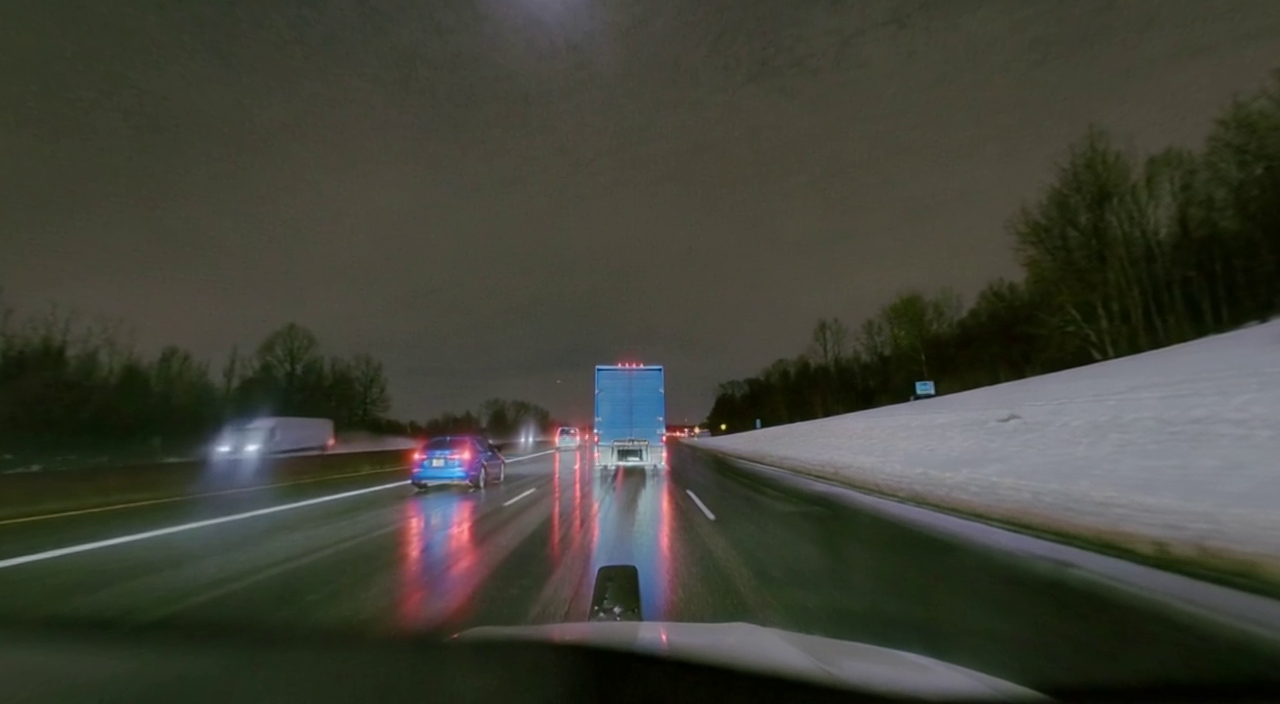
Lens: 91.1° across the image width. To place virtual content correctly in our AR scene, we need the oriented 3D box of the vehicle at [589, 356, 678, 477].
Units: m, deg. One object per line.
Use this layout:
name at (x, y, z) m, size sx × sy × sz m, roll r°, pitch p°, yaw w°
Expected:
vehicle at (-0.318, 2.828, 26.242) m, size 2.953 × 4.041 × 10.072 m, roll 0°, pitch -8°, yaw -1°

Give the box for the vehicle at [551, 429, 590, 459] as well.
vehicle at (-4.540, 6.062, 41.569) m, size 2.019 × 1.834 × 4.644 m, roll 0°, pitch -8°, yaw 0°

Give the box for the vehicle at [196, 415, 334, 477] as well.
vehicle at (-16.378, 4.140, 28.010) m, size 2.367 × 2.467 × 5.859 m, roll 0°, pitch -8°, yaw 2°

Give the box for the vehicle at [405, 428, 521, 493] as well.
vehicle at (-4.670, 2.917, 17.368) m, size 1.931 × 1.539 × 4.441 m, roll 0°, pitch -8°, yaw 0°
